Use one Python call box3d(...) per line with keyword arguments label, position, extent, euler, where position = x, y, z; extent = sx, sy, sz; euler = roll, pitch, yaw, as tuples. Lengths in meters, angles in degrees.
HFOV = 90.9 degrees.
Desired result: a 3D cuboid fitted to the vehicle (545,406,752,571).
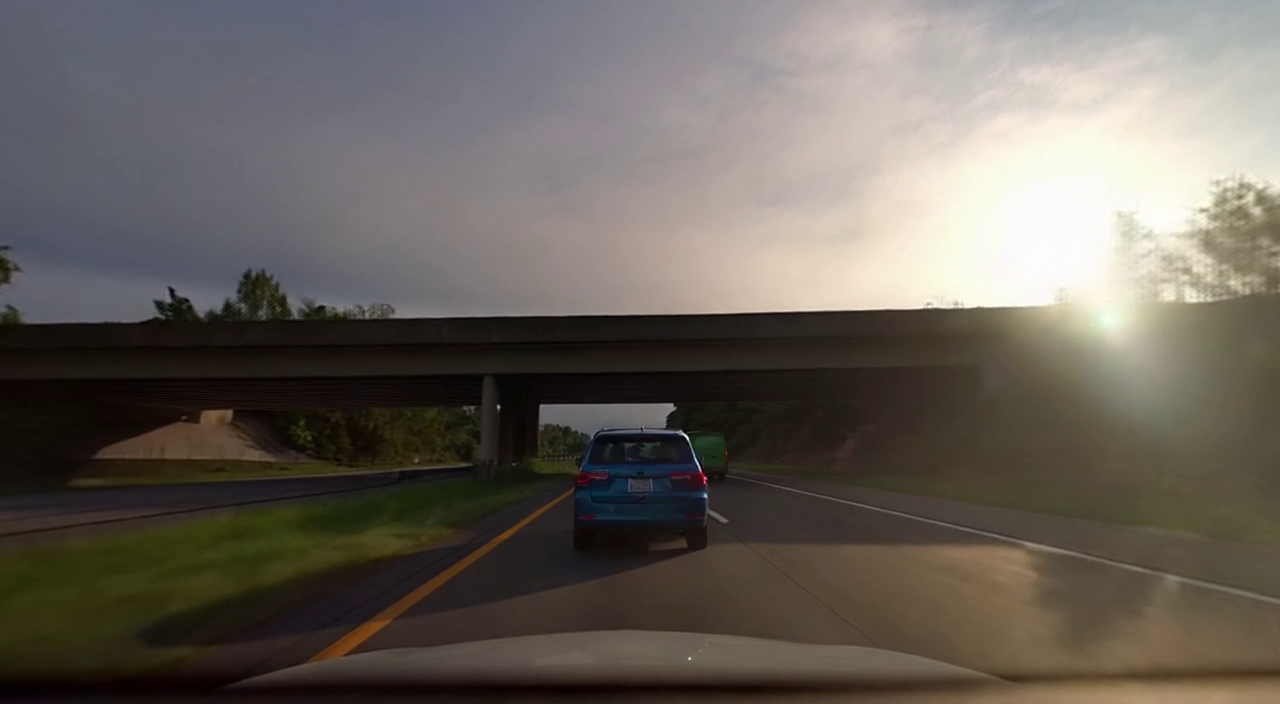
box3d(label="vehicle", position=(0.091, 1.834, 9.117), extent=(2.288, 1.823, 4.059), euler=(0, -9, 0))
